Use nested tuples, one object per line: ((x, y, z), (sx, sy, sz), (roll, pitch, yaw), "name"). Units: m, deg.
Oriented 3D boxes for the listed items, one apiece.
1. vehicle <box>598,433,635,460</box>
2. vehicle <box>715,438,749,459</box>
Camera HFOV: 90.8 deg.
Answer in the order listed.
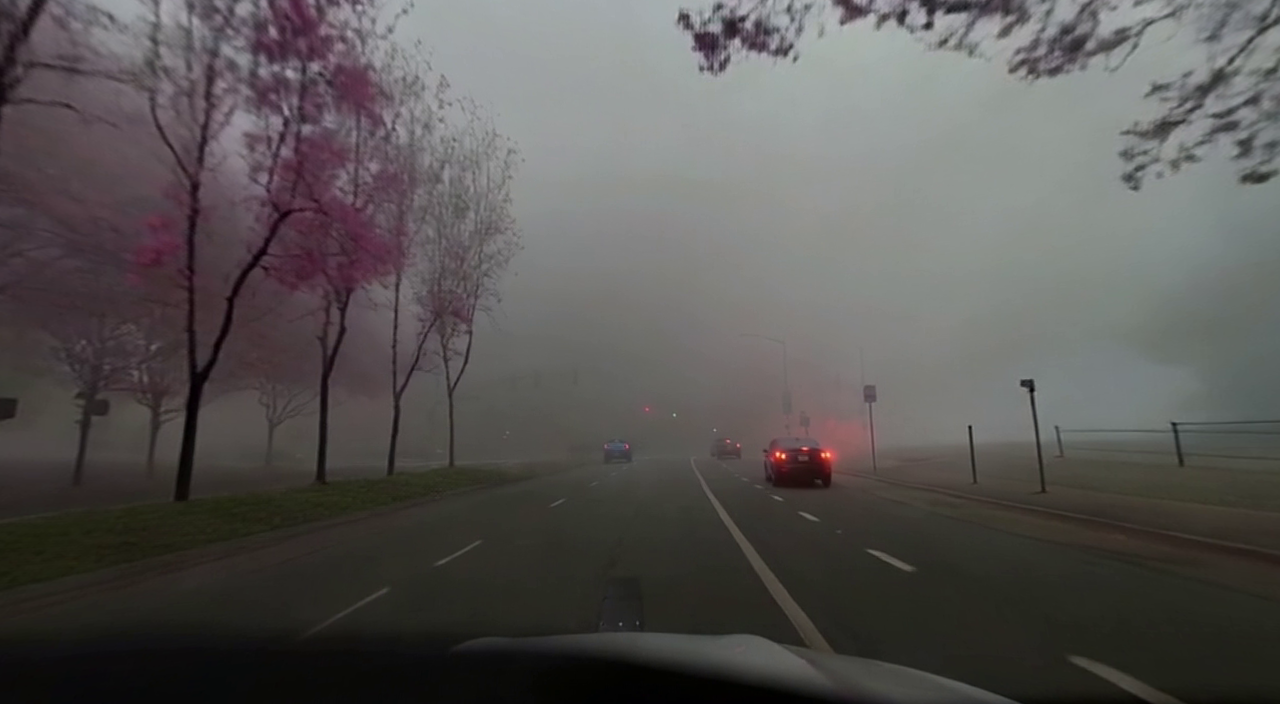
((-1.507, 6.339, 42.294), (1.995, 1.703, 4.367), (-1, -9, 5), "vehicle")
((6.672, 7.056, 46.244), (2.007, 1.466, 4.291), (-1, -9, 3), "vehicle")
